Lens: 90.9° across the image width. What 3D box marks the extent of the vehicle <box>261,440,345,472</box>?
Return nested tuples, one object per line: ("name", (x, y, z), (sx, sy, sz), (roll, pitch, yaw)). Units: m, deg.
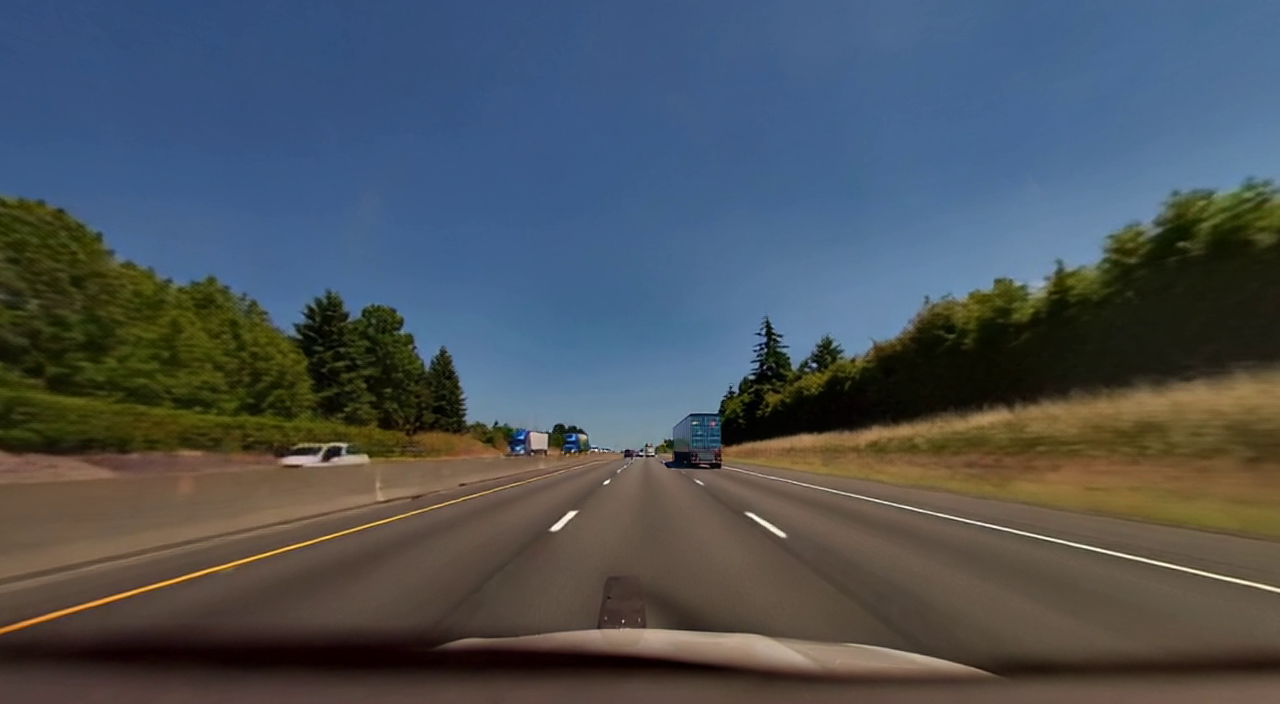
("vehicle", (-17.502, 5.418, 33.003), (1.874, 1.526, 4.423), (0, -9, 1))
